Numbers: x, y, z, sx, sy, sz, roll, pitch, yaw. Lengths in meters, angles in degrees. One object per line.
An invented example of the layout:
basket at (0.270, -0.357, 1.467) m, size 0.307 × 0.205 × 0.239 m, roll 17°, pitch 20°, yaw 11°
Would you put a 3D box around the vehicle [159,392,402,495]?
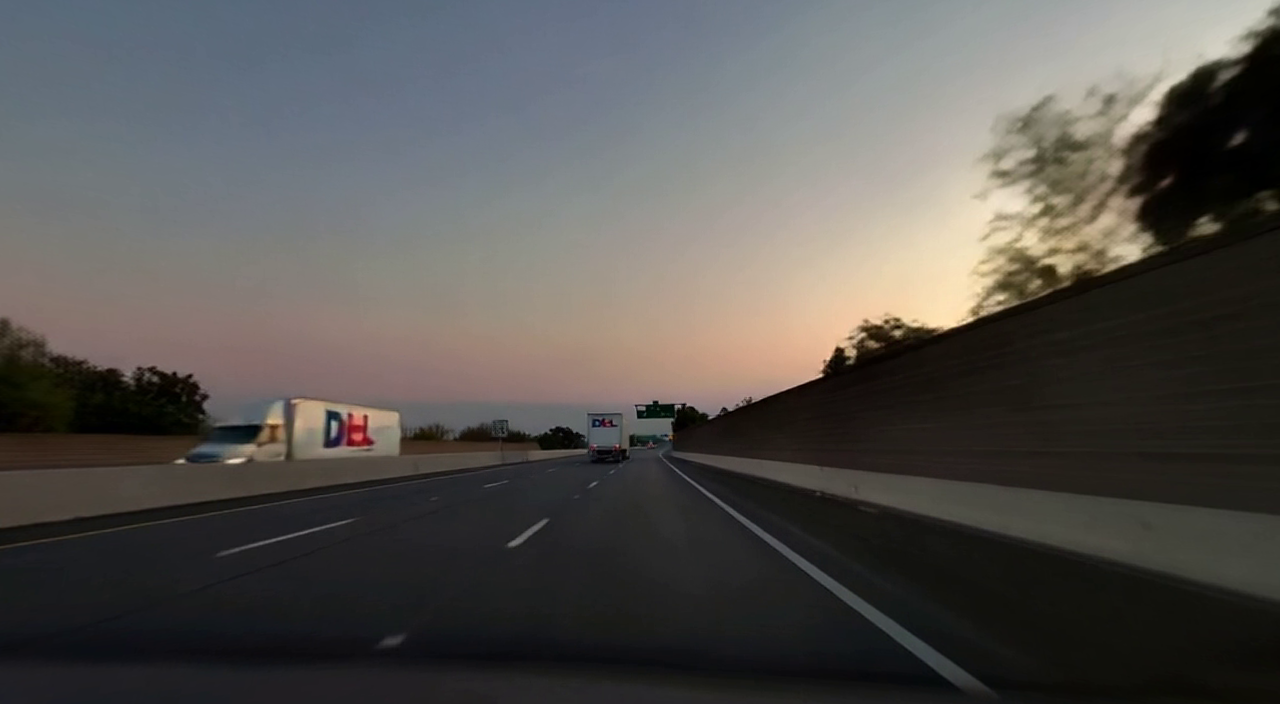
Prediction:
vehicle at (-17.567, 4.684, 33.624) m, size 3.102 × 4.025 × 16.974 m, roll 1°, pitch -7°, yaw 0°
